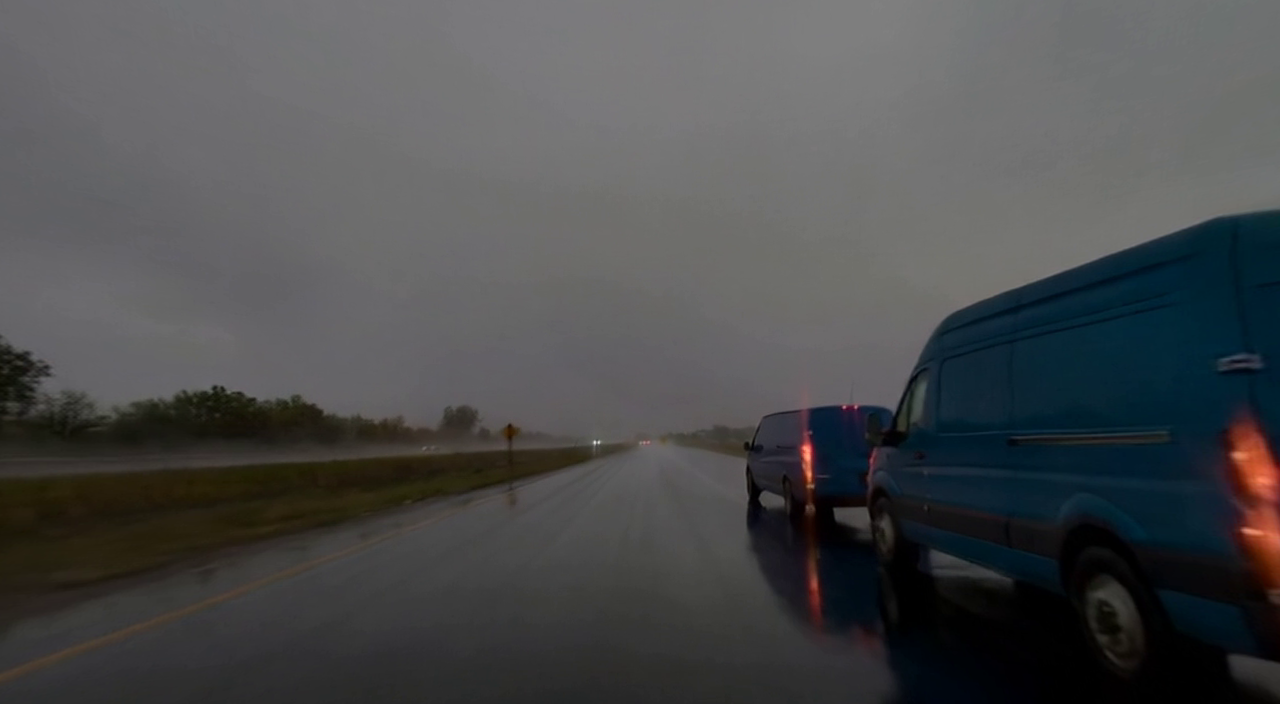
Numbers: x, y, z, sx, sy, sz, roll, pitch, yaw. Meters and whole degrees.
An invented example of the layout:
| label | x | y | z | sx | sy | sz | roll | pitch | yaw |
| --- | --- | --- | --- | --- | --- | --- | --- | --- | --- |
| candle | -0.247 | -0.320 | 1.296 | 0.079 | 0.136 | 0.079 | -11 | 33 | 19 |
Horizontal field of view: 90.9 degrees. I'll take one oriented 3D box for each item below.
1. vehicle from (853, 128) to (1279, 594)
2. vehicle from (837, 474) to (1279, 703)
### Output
| label | x | y | z | sx | sy | sz | roll | pitch | yaw |
| --- | --- | --- | --- | --- | --- | --- | --- | --- | --- |
| vehicle | 4.061 | 0.378 | 5.457 | 2.444 | 2.053 | 5.616 | 0 | -7 | 0 |
| vehicle | 3.980 | 1.649 | 5.398 | 2.702 | 0.824 | 6.391 | 0 | -8 | 1 |
